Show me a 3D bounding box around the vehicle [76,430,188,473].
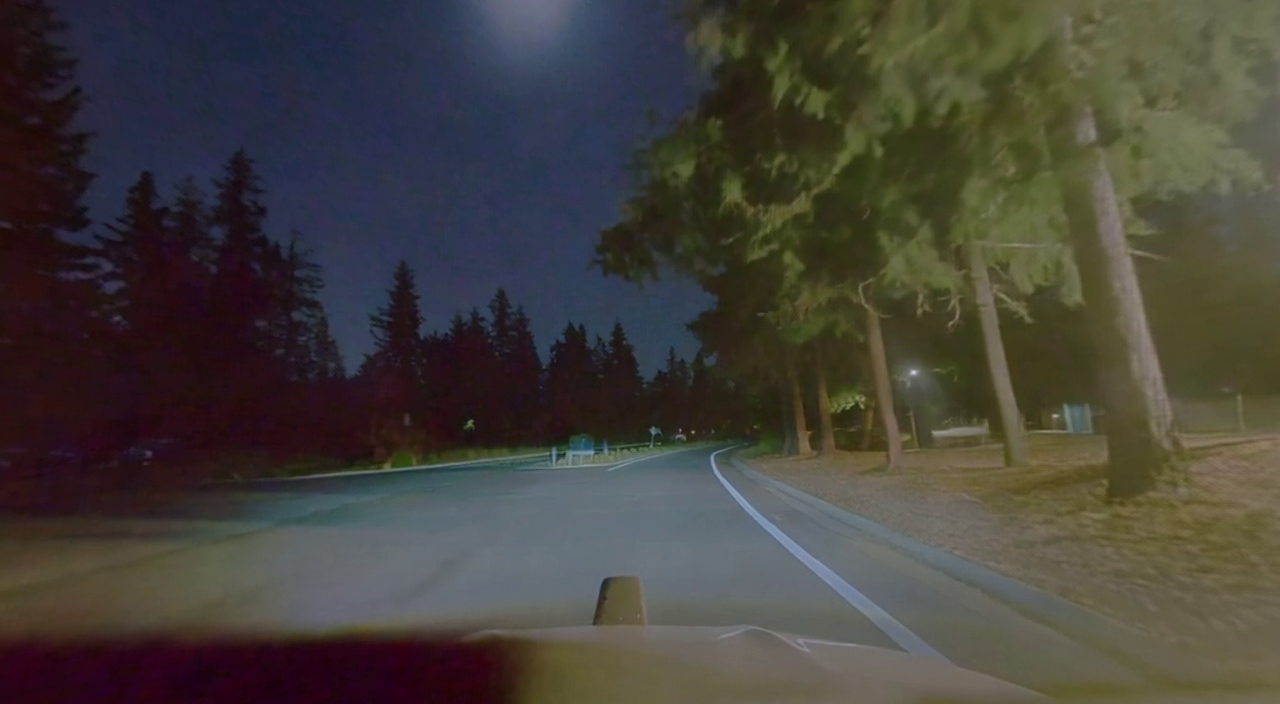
[{"bbox_3d":[-28.202,5.493,35.152,4.733,1.892,1.939,-4,-4,2],"label":"vehicle"}]

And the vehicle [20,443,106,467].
[{"bbox_3d":[-39.519,7.046,43.306,4.258,1.584,1.843,-1,-9,5],"label":"vehicle"}]
